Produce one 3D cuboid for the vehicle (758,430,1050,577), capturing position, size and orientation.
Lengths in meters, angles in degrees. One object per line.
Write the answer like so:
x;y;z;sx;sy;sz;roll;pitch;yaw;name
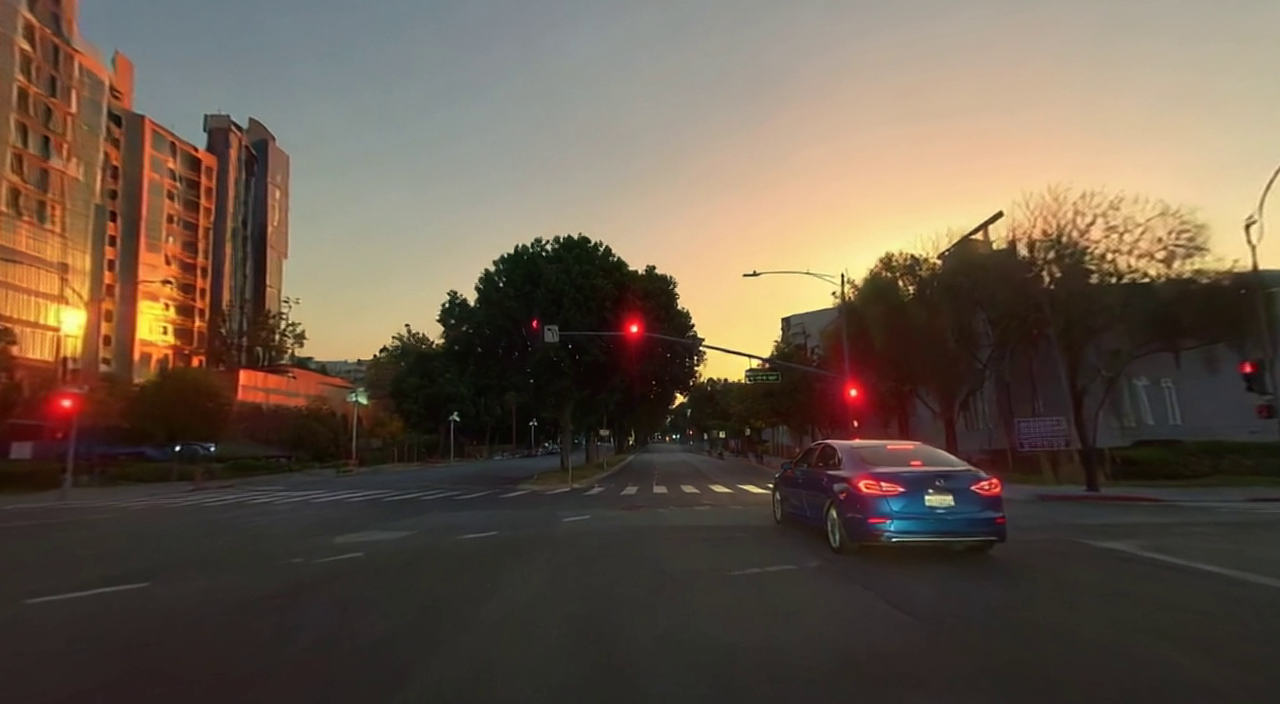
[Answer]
3.263;1.966;9.158;2.089;1.539;4.767;0;-8;-1;vehicle
